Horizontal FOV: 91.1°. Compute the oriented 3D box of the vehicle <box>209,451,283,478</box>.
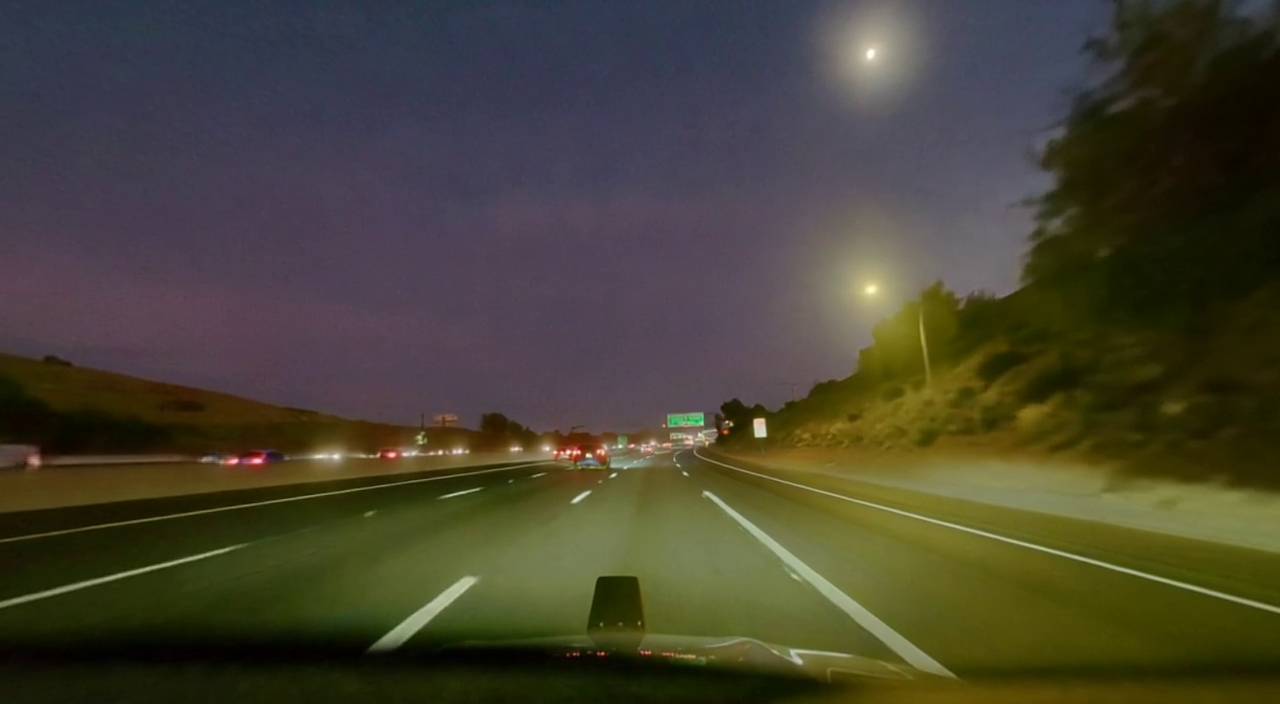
[{"bbox_3d":[-27.221,7.787,43.584,2.016,1.671,4.537,-1,-8,2],"label":"vehicle"}]

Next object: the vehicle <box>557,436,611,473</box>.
[{"bbox_3d":[-3.006,5.640,34.814,2.413,1.896,5.218,-1,-8,1],"label":"vehicle"}]
